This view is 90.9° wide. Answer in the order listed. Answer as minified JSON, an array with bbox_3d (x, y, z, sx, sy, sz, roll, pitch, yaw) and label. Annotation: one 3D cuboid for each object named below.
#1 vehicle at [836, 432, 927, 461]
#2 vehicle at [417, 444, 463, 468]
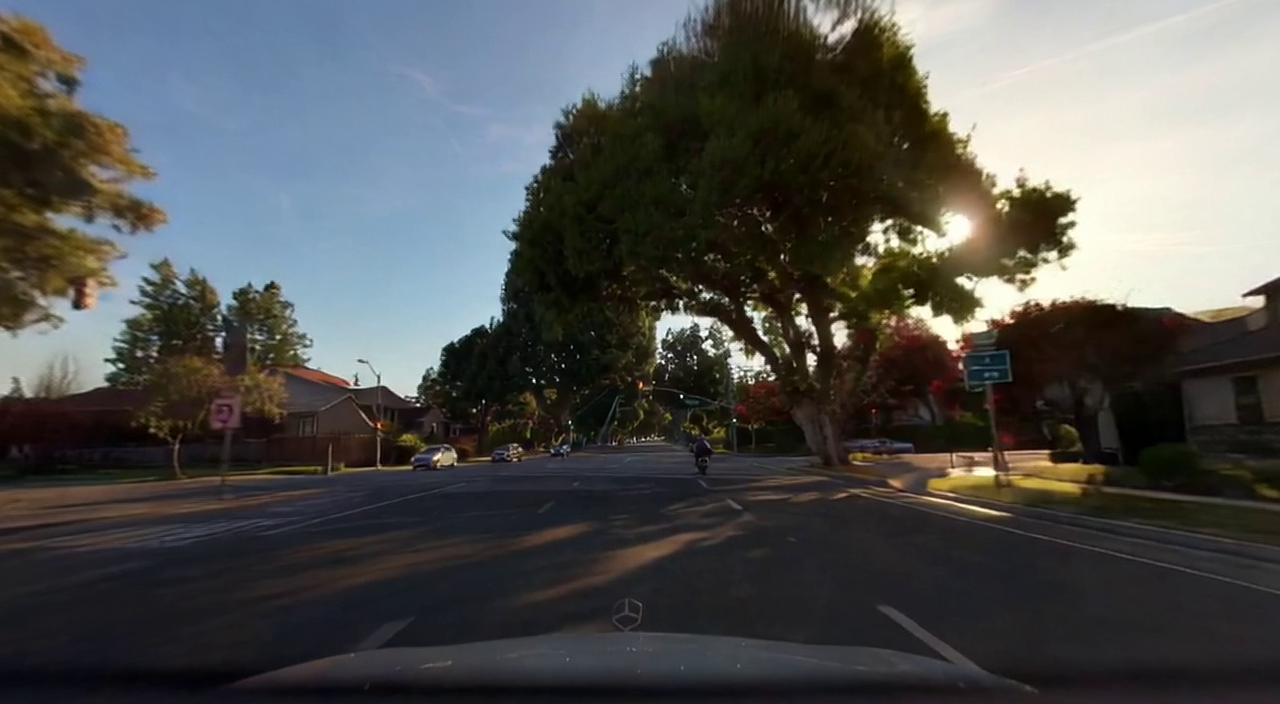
[{"bbox_3d":[15.459,6.077,40.602,4.947,1.771,2.222,0,-8,0],"label":"vehicle"},{"bbox_3d":[-13.834,7.172,43.792,1.879,1.578,3.901,0,-8,1],"label":"vehicle"}]
